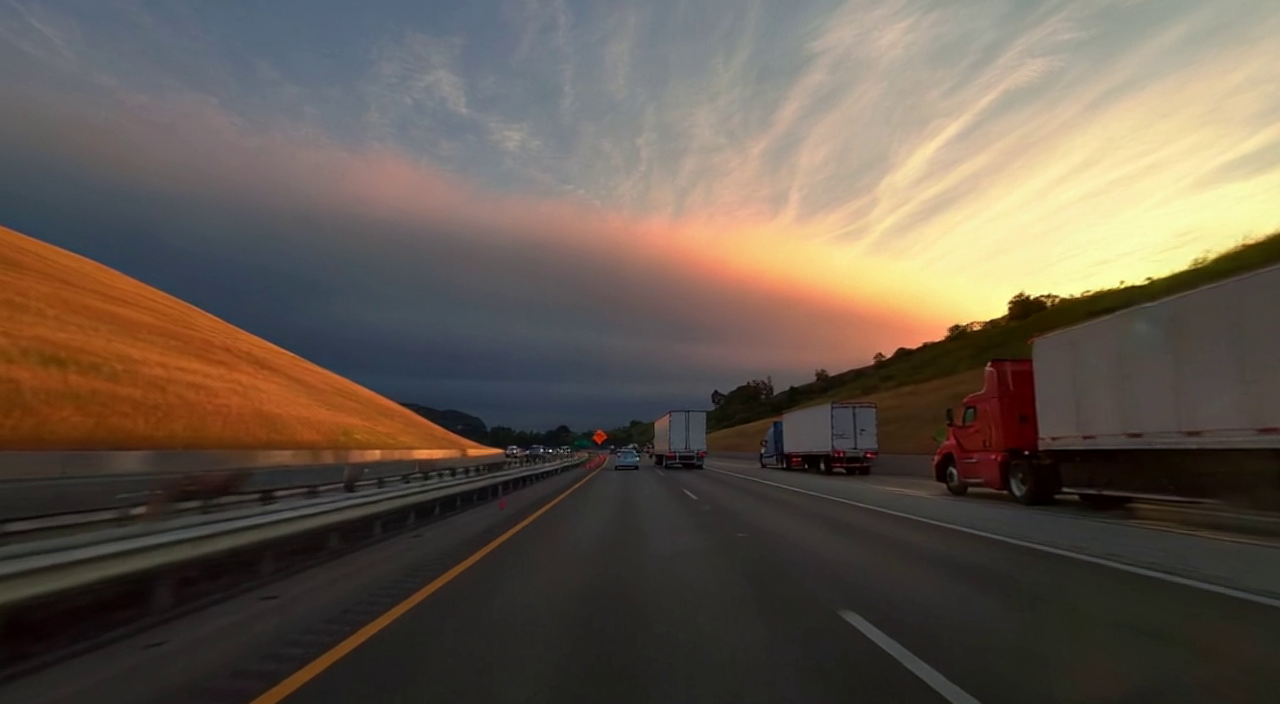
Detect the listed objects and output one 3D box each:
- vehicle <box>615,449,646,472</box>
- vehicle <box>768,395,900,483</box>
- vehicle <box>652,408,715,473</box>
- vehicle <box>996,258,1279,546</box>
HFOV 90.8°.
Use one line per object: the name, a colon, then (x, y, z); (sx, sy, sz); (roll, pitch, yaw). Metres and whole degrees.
vehicle: (-0.659, 7.077, 41.231); (1.927, 1.437, 3.794); (0, -9, -2)
vehicle: (10.568, 5.165, 36.787); (2.854, 4.112, 14.088); (0, -9, -2)
vehicle: (2.793, 6.587, 46.077); (2.986, 3.916, 15.375); (0, -9, -2)
vehicle: (10.630, 0.775, 9.409); (2.830, 4.100, 13.915); (0, -9, 1)
